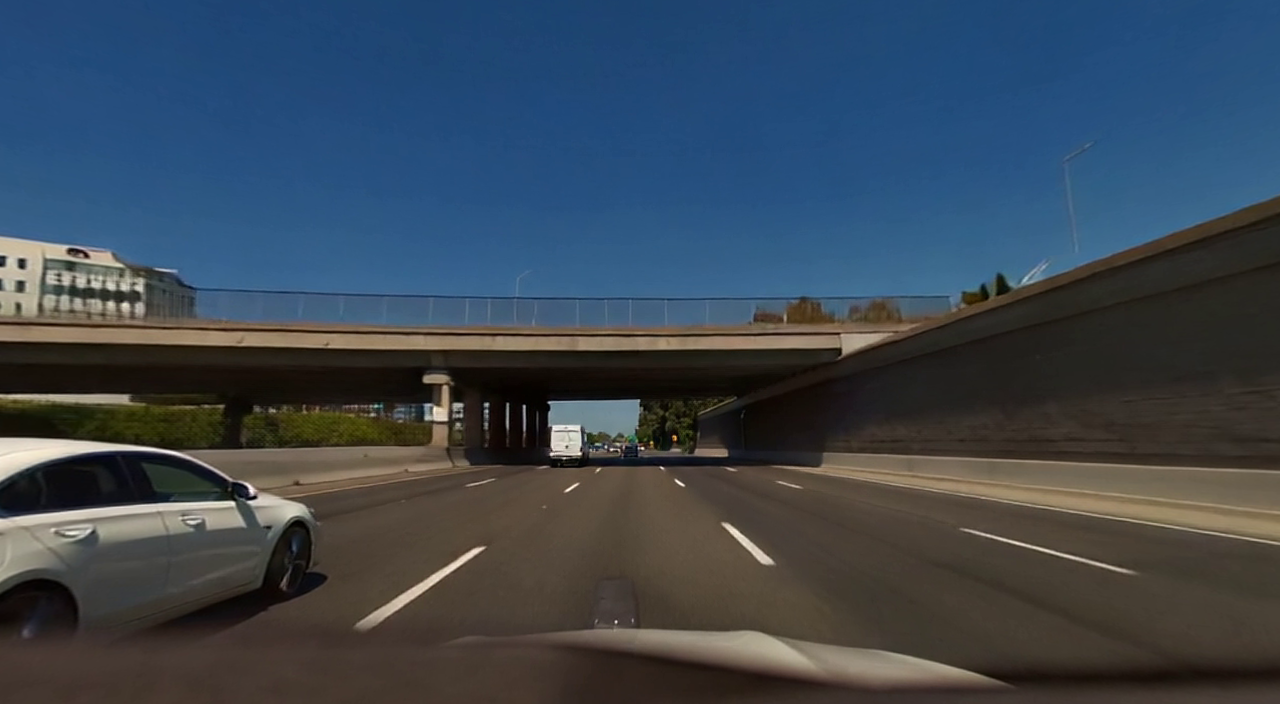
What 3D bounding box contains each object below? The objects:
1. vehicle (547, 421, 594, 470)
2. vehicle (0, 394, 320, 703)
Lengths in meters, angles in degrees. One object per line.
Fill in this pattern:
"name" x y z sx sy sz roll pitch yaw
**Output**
"vehicle" -4.426 6.140 41.477 2.364 2.953 6.732 0 -9 -1
"vehicle" -3.910 1.044 3.316 2.025 1.556 4.594 0 -9 0
